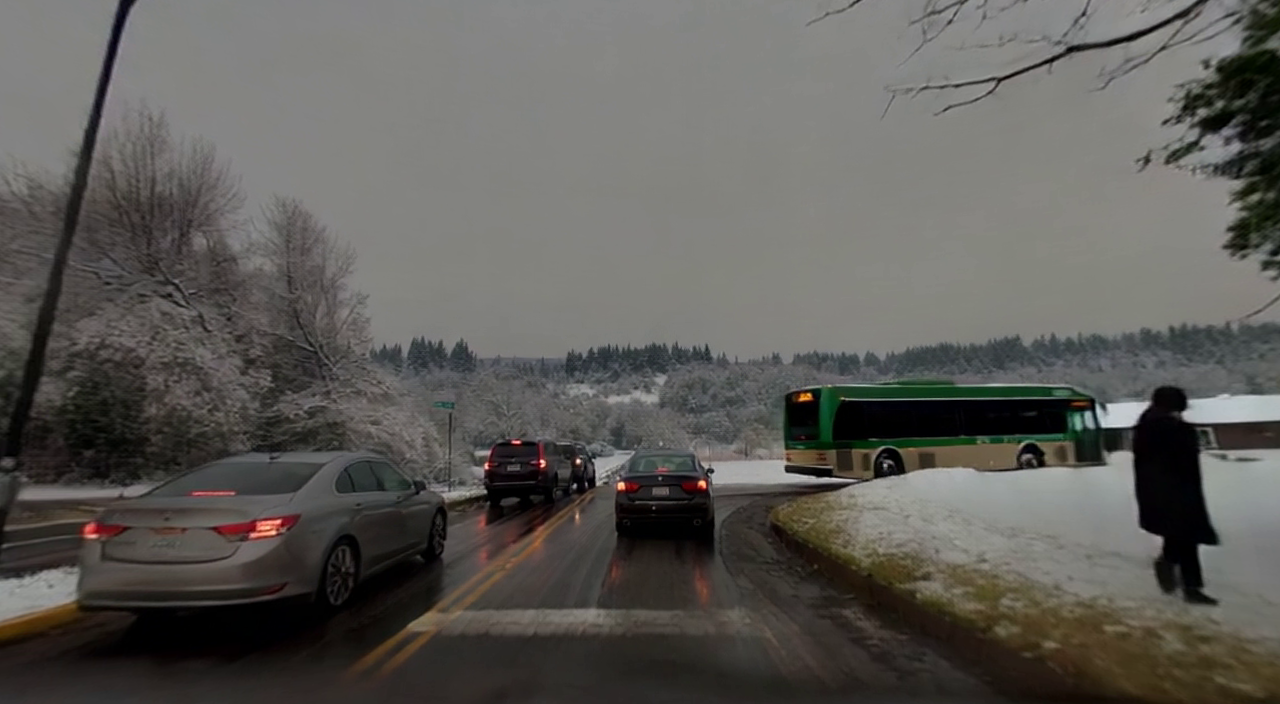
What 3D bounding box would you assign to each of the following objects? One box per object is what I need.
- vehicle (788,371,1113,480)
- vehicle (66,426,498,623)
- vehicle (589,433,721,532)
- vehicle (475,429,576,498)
[{"bbox_3d":[10.441,2.548,21.564,9.977,3.303,2.948,1,-9,-10],"label":"vehicle"},{"bbox_3d":[-3.312,1.664,7.178,1.953,1.480,4.522,-1,-9,5],"label":"vehicle"},{"bbox_3d":[0.406,2.298,11.663,2.020,1.478,3.922,-1,-9,5],"label":"vehicle"},{"bbox_3d":[-3.178,3.217,18.526,2.017,1.761,4.572,0,-9,1],"label":"vehicle"}]
